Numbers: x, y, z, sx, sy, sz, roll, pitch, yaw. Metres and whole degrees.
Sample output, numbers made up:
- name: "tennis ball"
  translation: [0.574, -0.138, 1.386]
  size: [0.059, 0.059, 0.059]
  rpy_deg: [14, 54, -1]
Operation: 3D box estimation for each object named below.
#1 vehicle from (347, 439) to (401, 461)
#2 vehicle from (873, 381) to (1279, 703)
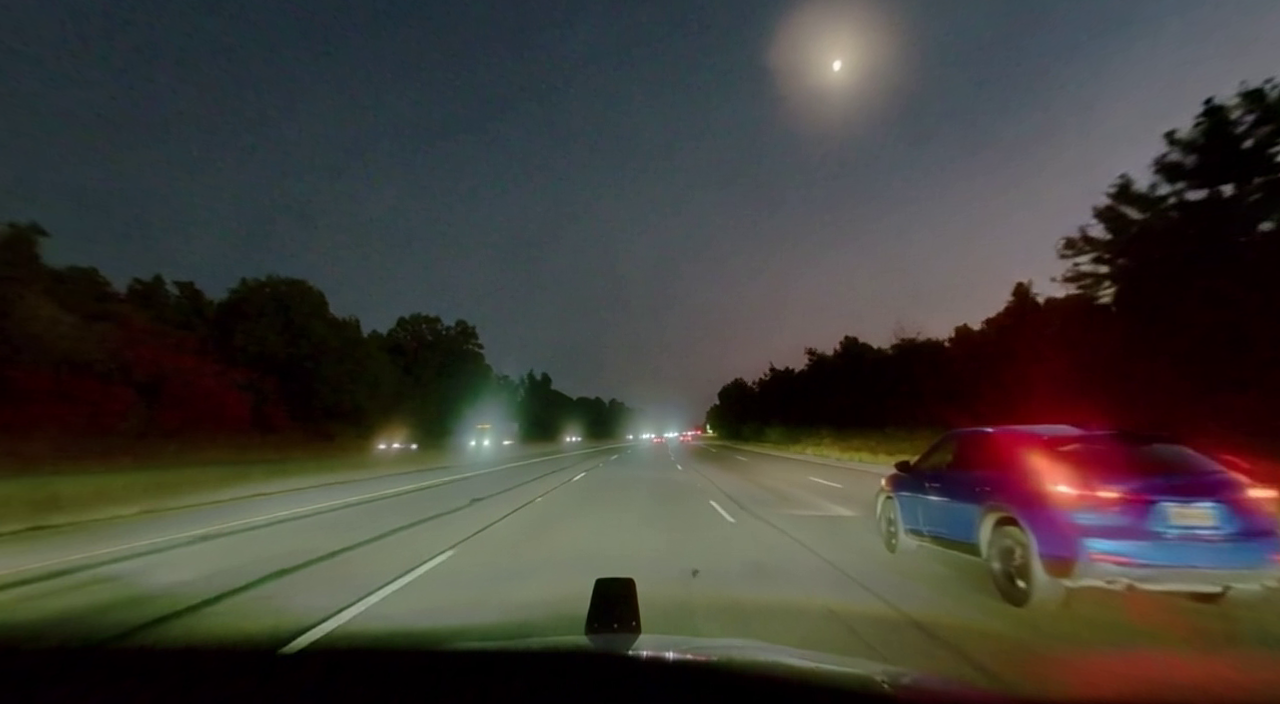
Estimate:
- name: "vehicle"
  translation: [-19.162, 7.070, 45.490]
  size: [1.829, 1.478, 4.408]
  rpy_deg: [0, -8, 3]
- name: "vehicle"
  translation: [3.564, 1.123, 4.591]
  size: [1.982, 1.452, 4.294]
  rpy_deg: [0, -8, -2]
